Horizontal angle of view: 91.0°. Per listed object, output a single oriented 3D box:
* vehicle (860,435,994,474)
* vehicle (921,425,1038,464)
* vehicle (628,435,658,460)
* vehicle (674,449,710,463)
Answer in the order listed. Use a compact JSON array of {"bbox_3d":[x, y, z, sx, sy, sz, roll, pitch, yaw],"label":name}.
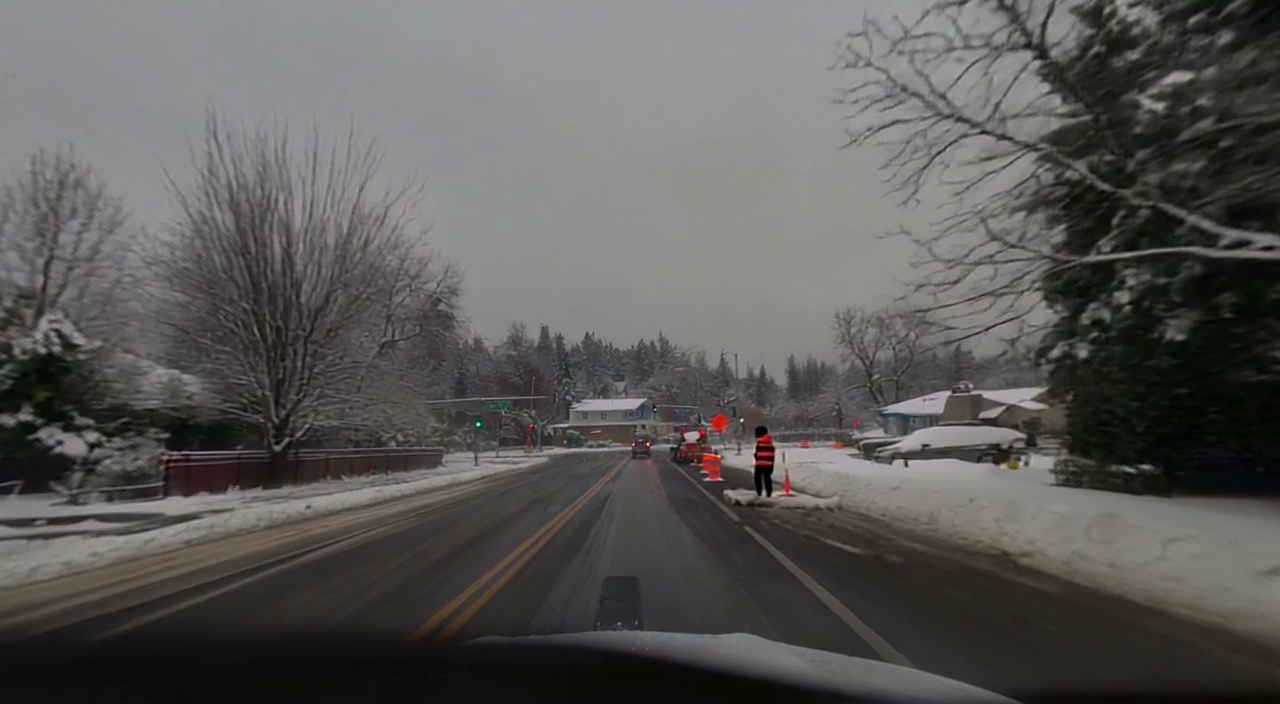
[{"bbox_3d":[11.350,4.064,25.130,4.463,1.466,1.813,0,-8,3],"label":"vehicle"},{"bbox_3d":[15.720,4.293,29.283,4.302,1.736,1.932,0,-8,-2],"label":"vehicle"},{"bbox_3d":[0.210,6.952,45.852,2.151,1.708,4.084,0,-9,0],"label":"vehicle"},{"bbox_3d":[3.474,6.980,42.504,2.123,0.883,3.024,0,-8,0],"label":"vehicle"}]
